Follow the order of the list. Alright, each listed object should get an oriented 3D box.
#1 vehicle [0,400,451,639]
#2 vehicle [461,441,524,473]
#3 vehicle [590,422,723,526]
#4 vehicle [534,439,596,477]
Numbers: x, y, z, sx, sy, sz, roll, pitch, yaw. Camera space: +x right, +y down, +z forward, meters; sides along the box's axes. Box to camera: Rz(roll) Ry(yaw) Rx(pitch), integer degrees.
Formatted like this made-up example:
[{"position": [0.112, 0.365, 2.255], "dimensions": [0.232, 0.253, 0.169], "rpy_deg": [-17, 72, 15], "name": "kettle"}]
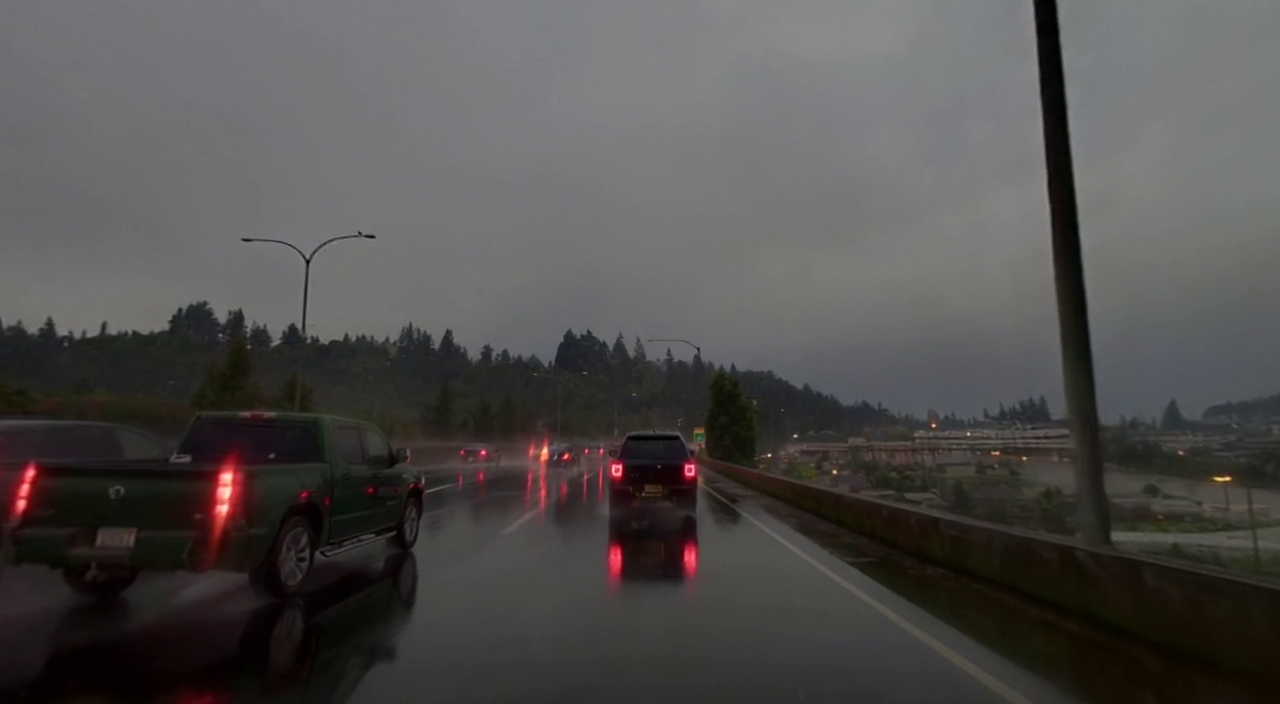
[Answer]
[{"position": [-3.843, 1.523, 6.775], "dimensions": [2.076, 1.688, 4.334], "rpy_deg": [-1, -9, 3], "name": "vehicle"}, {"position": [-7.179, 5.138, 31.208], "dimensions": [1.856, 1.459, 4.251], "rpy_deg": [-1, -9, 4], "name": "vehicle"}, {"position": [0.304, 2.381, 12.892], "dimensions": [2.235, 1.716, 4.435], "rpy_deg": [0, -8, 1], "name": "vehicle"}, {"position": [-3.090, 4.481, 26.840], "dimensions": [1.868, 1.470, 4.105], "rpy_deg": [-1, -8, 4], "name": "vehicle"}]
